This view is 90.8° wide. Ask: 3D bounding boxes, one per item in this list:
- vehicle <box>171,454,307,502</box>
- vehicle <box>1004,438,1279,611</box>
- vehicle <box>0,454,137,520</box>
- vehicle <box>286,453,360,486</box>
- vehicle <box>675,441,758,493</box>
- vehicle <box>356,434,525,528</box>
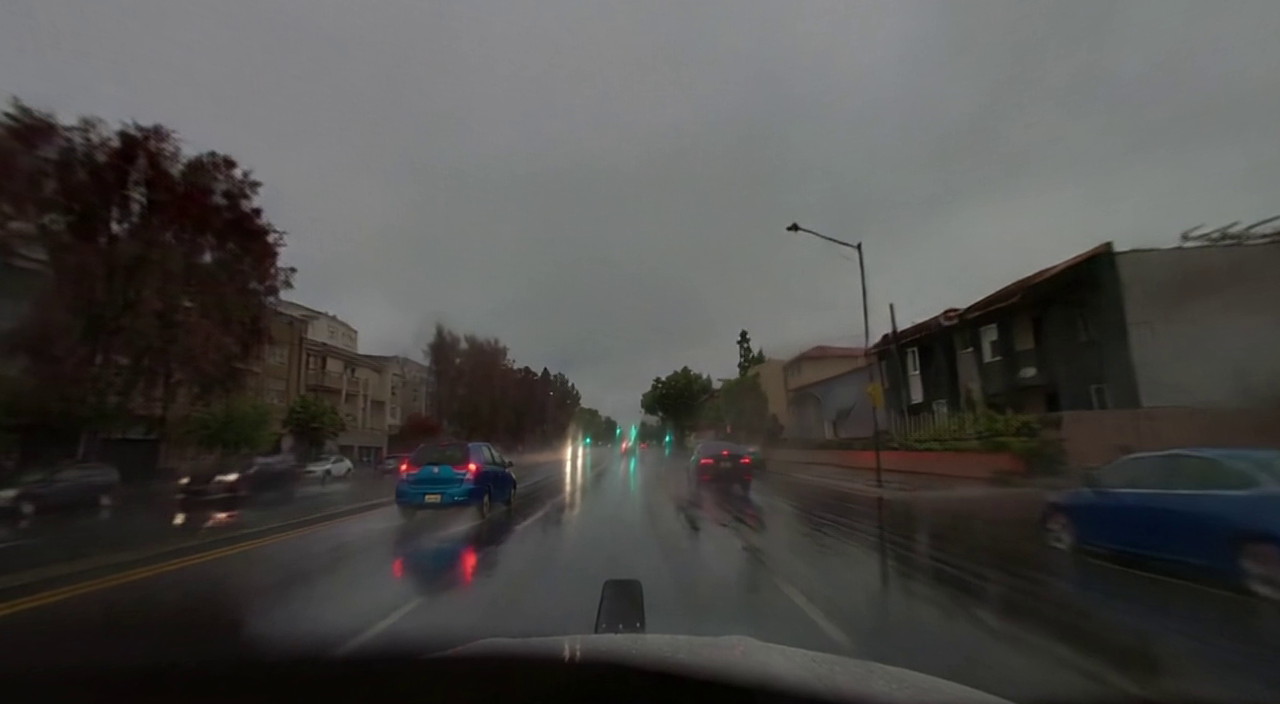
[{"bbox_3d":[-14.459,4.519,23.187,1.931,1.501,4.722,0,-9,0],"label":"vehicle"},{"bbox_3d":[6.266,1.648,6.643,1.881,1.439,4.725,0,-9,-3],"label":"vehicle"},{"bbox_3d":[-18.178,4.048,19.330,1.953,1.748,4.440,-2,-9,-1],"label":"vehicle"},{"bbox_3d":[-18.335,6.776,36.824,2.003,1.699,4.524,-2,-9,0],"label":"vehicle"},{"bbox_3d":[2.295,3.609,20.214,1.978,1.471,4.426,0,-9,-2],"label":"vehicle"},{"bbox_3d":[-3.700,2.461,12.614,2.062,1.527,4.044,0,-9,0],"label":"vehicle"}]
